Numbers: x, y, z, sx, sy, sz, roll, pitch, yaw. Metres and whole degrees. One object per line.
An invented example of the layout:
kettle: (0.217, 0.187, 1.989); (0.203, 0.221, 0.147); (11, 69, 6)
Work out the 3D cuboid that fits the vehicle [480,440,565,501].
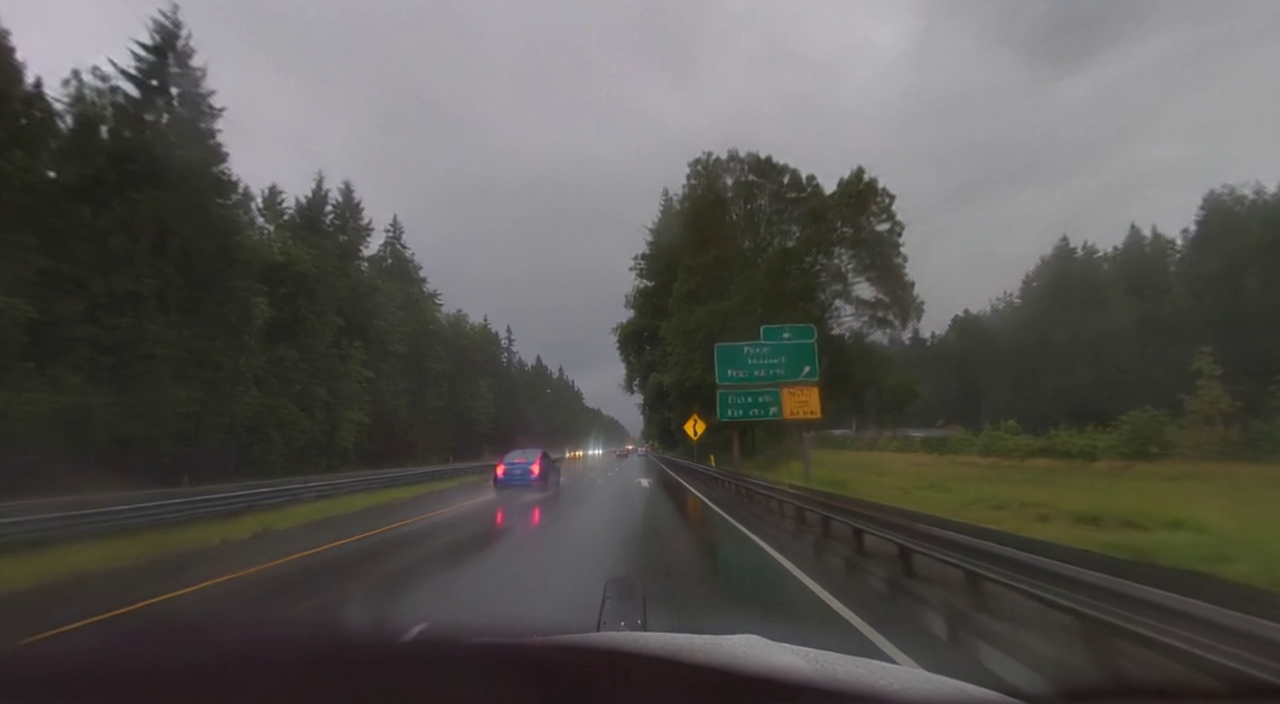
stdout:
vehicle: (-3.239, 3.335, 18.038); (1.675, 1.537, 3.574); (-1, -9, 1)
